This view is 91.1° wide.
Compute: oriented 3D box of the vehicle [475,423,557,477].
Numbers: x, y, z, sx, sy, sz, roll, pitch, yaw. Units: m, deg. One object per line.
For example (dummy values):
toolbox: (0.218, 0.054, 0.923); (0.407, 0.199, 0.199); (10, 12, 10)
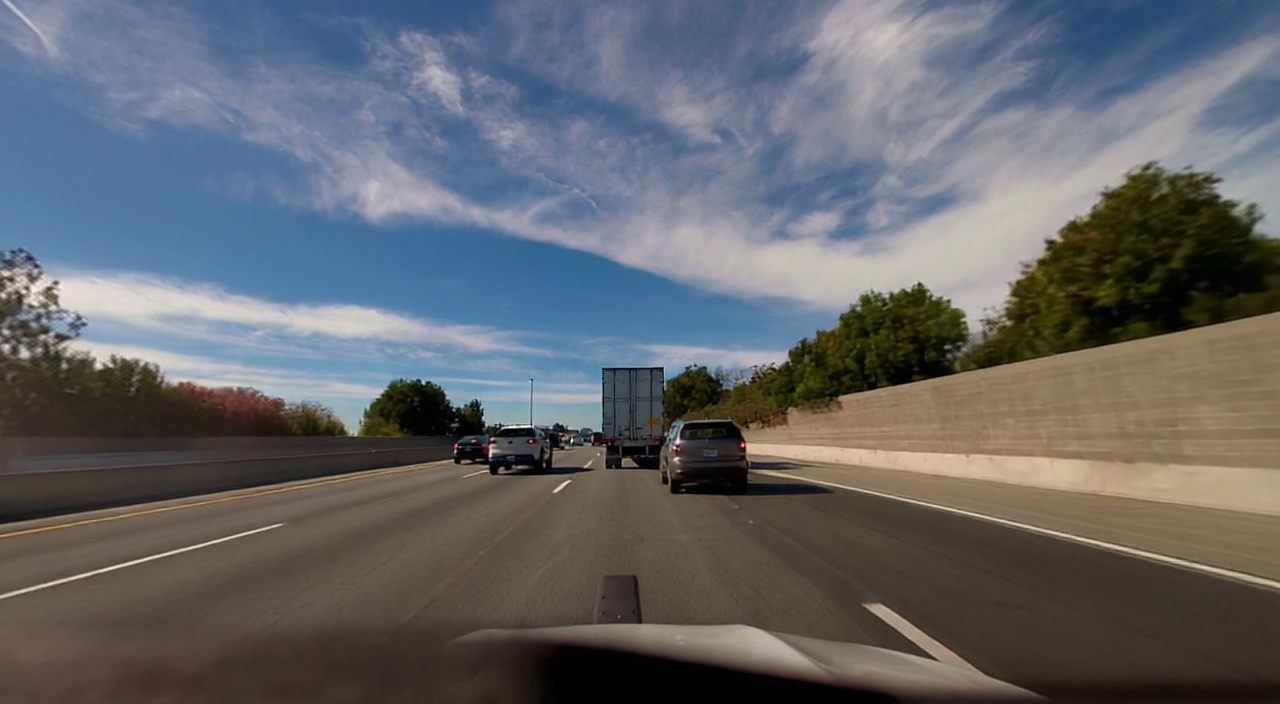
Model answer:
vehicle: (-4.376, 3.531, 22.937); (2.134, 1.752, 4.375); (0, -8, -1)

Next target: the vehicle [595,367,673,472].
vehicle: (-0.481, 3.218, 28.782); (2.904, 3.915, 10.473); (0, -8, -3)

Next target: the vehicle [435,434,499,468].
vehicle: (-8.179, 4.676, 30.096); (2.059, 1.500, 4.001); (0, -8, -3)

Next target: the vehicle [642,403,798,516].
vehicle: (1.329, 2.091, 12.844); (2.118, 1.832, 4.901); (1, -8, -5)
